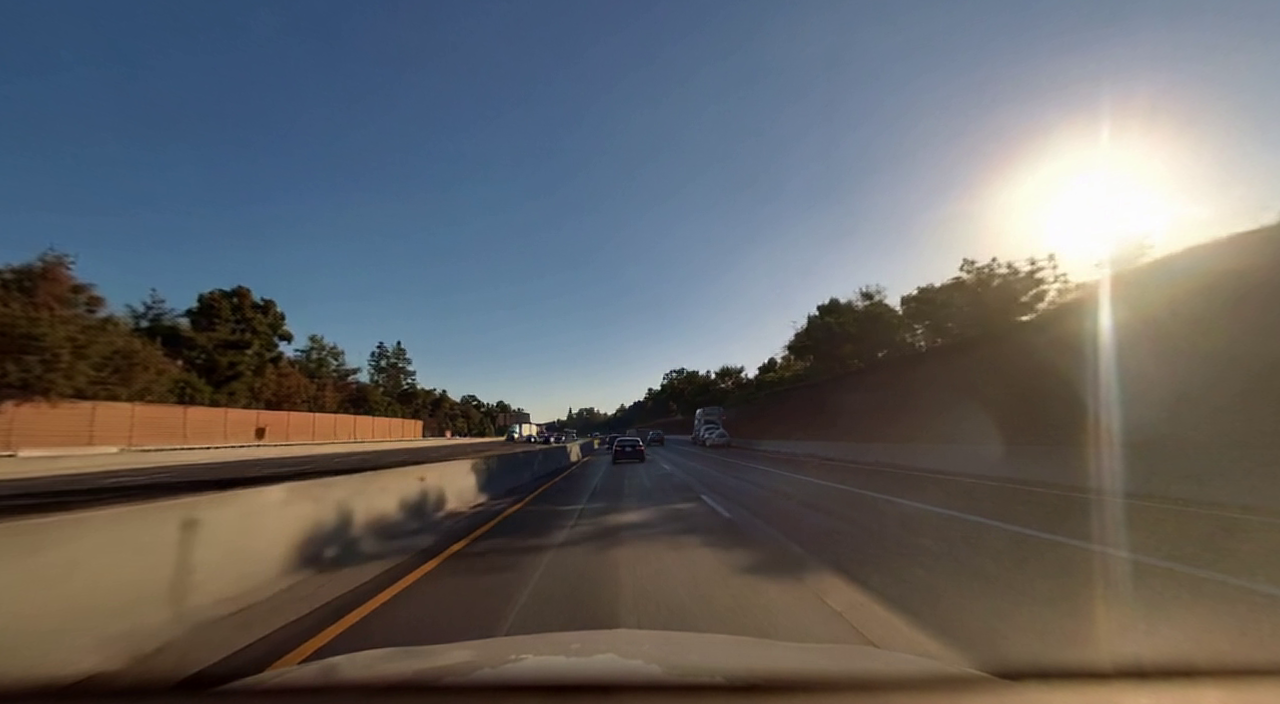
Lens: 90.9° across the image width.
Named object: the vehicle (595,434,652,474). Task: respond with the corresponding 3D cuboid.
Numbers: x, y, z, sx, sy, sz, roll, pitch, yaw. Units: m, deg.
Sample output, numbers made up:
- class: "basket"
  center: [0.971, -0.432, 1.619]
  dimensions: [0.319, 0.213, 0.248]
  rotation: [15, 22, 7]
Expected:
- class: "vehicle"
  center: [-0.696, 4.094, 25.600]
  dimensions: [2.119, 1.480, 4.000]
  rotation: [0, -8, -2]
